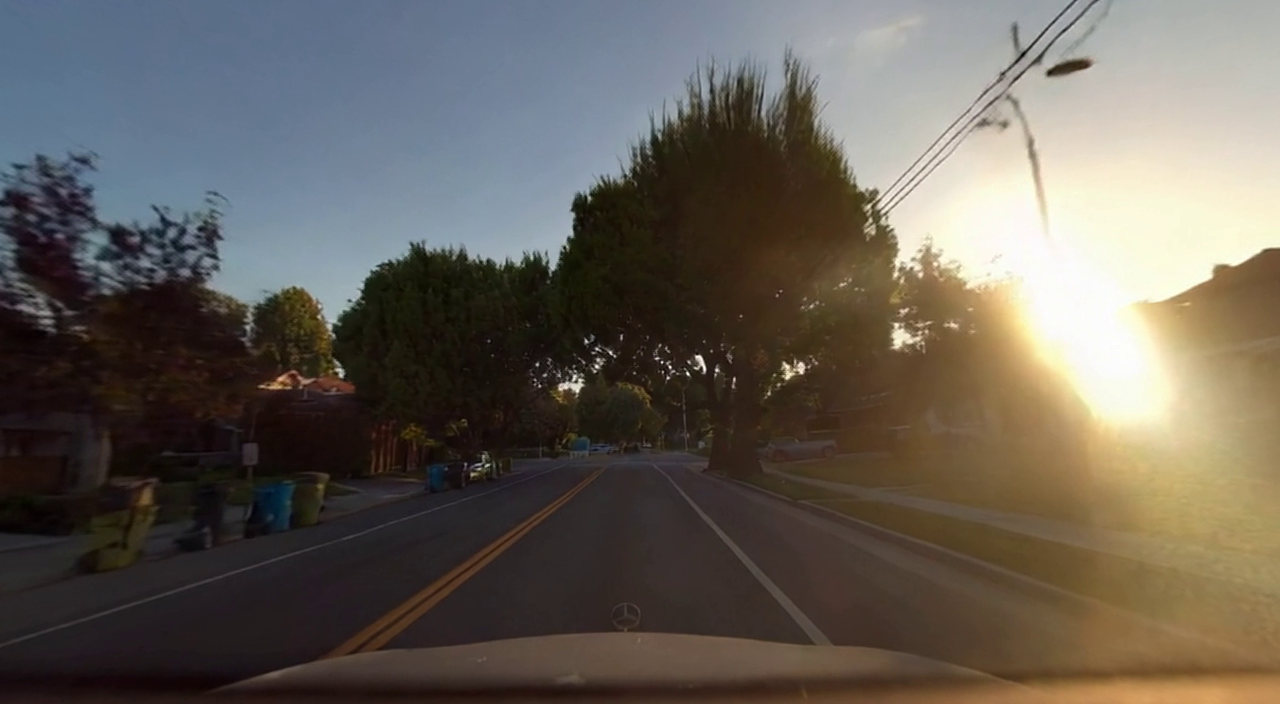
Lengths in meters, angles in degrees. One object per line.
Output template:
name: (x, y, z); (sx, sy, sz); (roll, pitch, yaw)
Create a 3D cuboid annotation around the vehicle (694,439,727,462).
vehicle: (5.493, 7.787, 49.857); (2.010, 1.694, 4.661); (0, -8, -1)

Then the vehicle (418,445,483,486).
vehicle: (-9.478, 5.675, 31.892); (1.998, 1.689, 4.384); (-4, -7, -2)
